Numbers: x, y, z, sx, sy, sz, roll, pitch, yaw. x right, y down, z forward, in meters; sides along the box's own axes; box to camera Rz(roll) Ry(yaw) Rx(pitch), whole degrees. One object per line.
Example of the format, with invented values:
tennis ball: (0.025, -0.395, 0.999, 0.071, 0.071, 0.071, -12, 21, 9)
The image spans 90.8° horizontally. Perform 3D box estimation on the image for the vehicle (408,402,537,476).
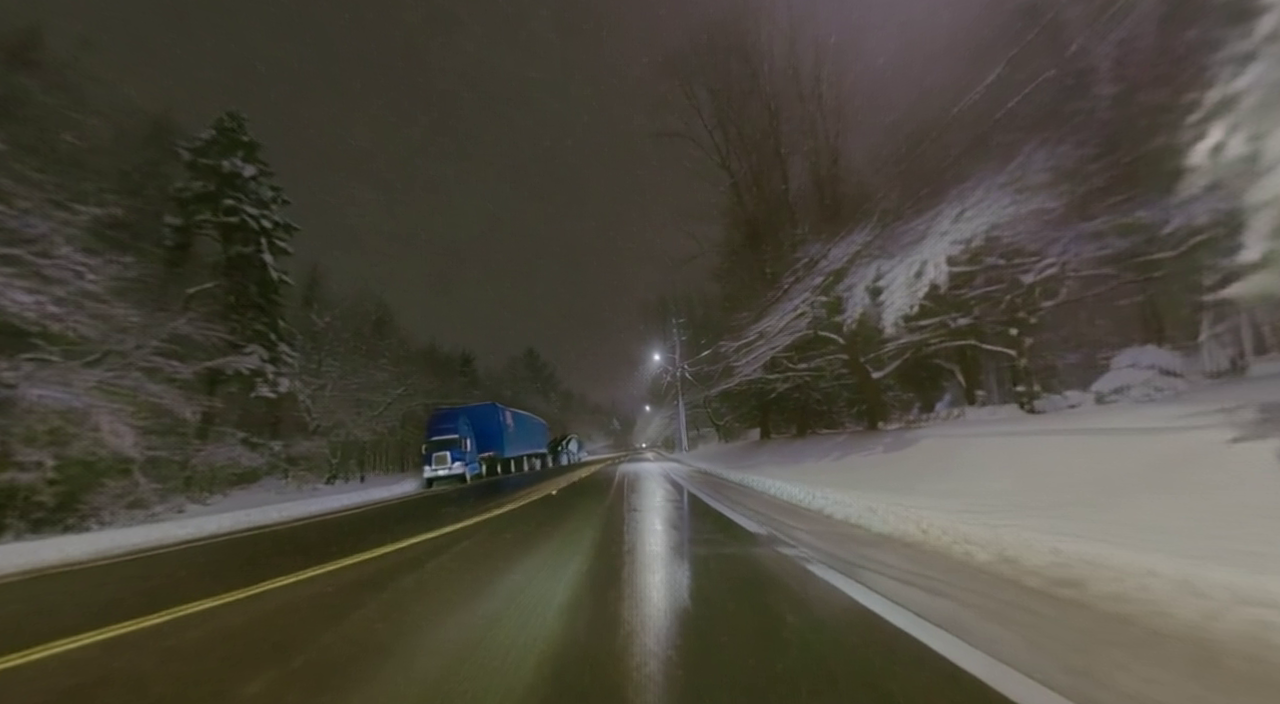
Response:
vehicle: (-9.689, 5.495, 38.160, 5.596, 3.130, 8.972, -4, -14, -2)
